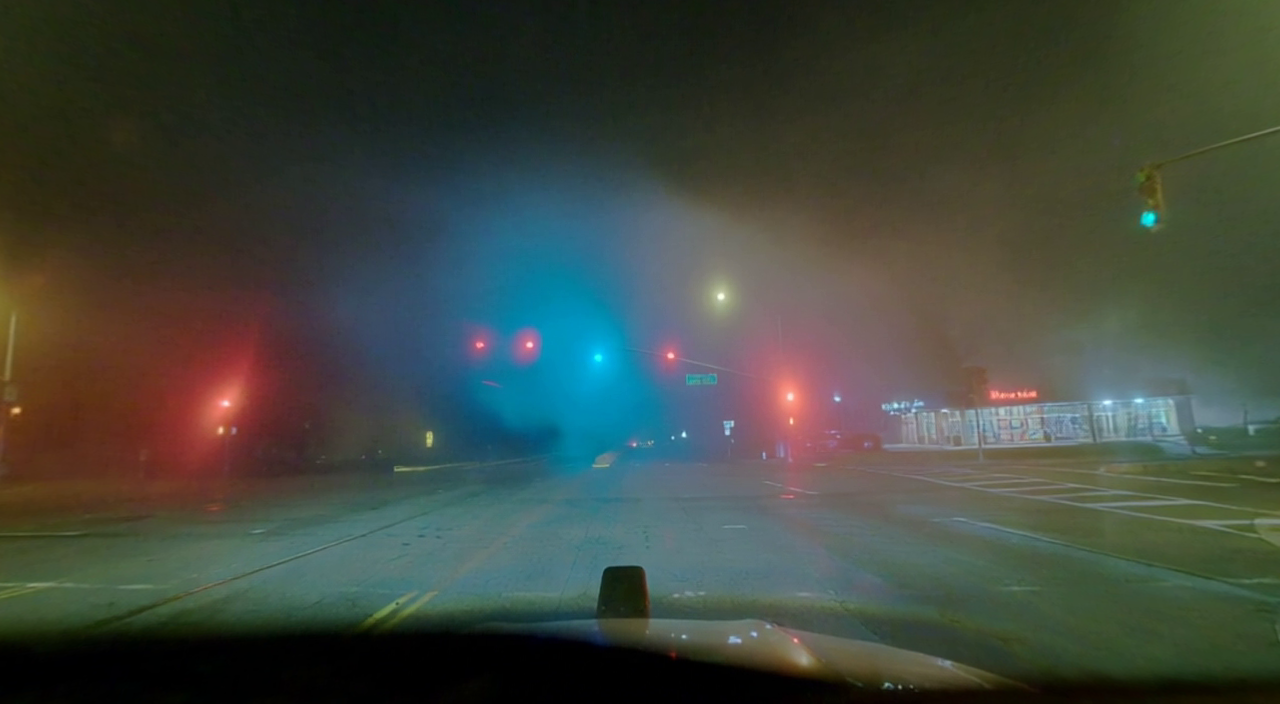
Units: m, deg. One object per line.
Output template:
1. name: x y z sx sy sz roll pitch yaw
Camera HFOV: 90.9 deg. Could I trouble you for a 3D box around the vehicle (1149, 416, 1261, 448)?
1. vehicle: 28.267 4.073 31.724 1.799 1.459 4.266 0 -8 3
